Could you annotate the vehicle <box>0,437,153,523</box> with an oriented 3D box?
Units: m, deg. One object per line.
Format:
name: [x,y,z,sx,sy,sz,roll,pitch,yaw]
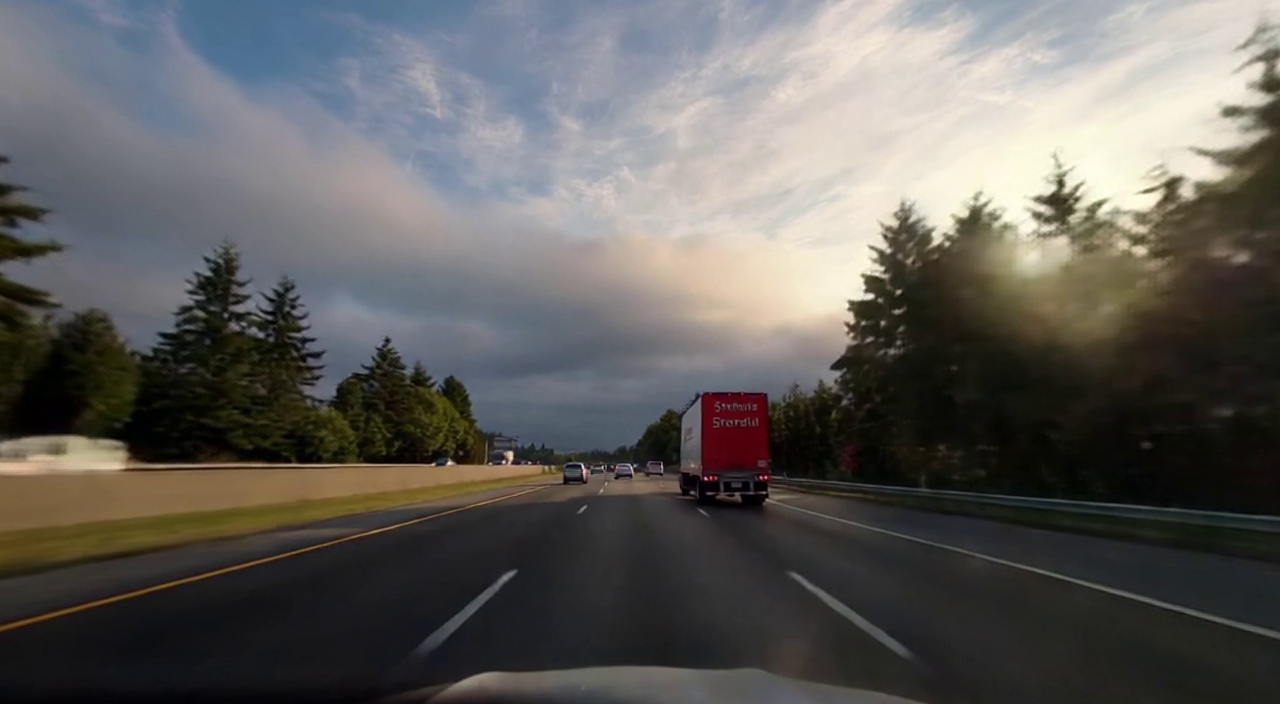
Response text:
vehicle: [-12.202,2.450,12.227,1.954,1.466,4.444,1,-10,-1]

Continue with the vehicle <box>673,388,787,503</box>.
vehicle: [3.759,4.759,30.791,2.992,4.300,13.967,1,-10,-2]

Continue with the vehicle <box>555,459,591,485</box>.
vehicle: [-4.704,8.496,44.713,2.155,1.667,4.615,1,-10,-2]
